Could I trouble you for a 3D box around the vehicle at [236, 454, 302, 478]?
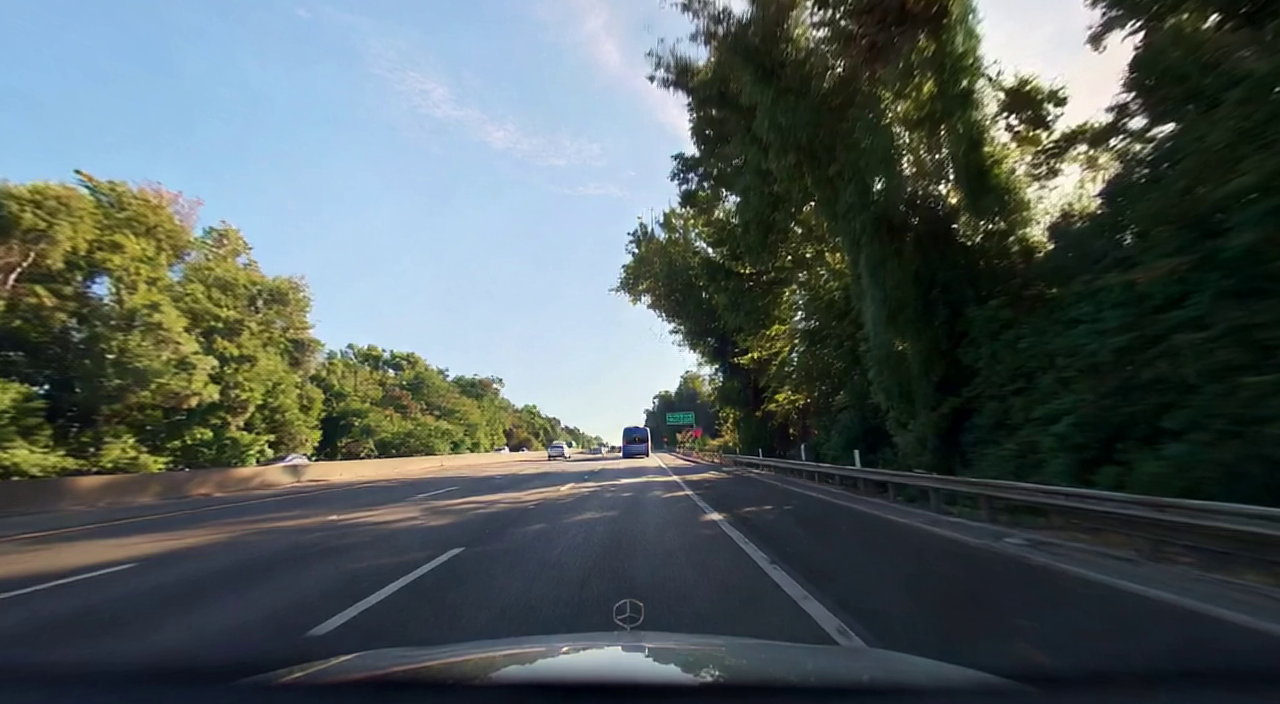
[{"bbox_3d":[-24.972,7.662,42.665,1.877,1.489,4.236,0,-8,0],"label":"vehicle"}]
